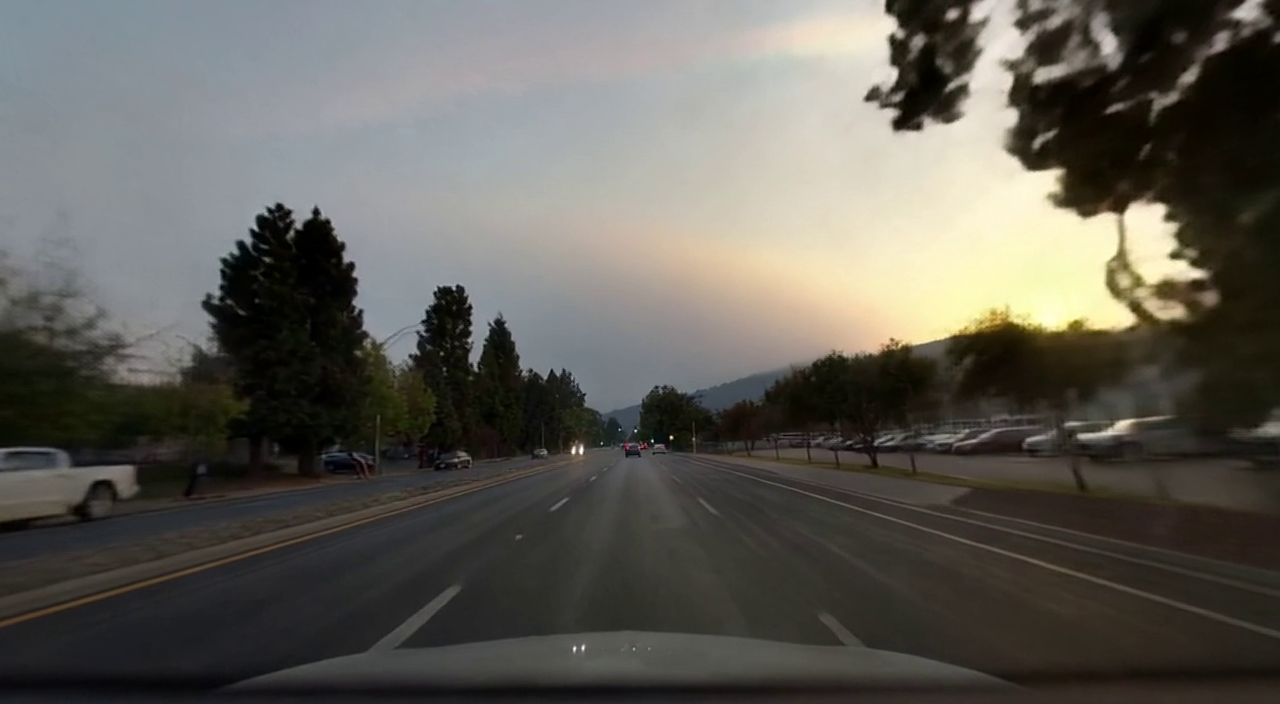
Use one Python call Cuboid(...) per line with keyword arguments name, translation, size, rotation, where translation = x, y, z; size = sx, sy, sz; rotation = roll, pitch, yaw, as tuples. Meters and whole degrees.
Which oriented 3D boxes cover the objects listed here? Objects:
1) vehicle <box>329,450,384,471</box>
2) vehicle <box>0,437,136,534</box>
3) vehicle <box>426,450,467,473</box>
Cuboid(name="vehicle", translation=(-21.584, 8.282, 48.375), size=(1.916, 1.482, 4.789), rotation=(0, -9, 1))
Cuboid(name="vehicle", translation=(-14.336, 2.907, 13.694), size=(2.251, 1.972, 5.672), rotation=(-3, -8, -1))
Cuboid(name="vehicle", translation=(-14.834, 8.384, 48.629), size=(1.896, 1.486, 4.285), rotation=(-4, -8, -2))
